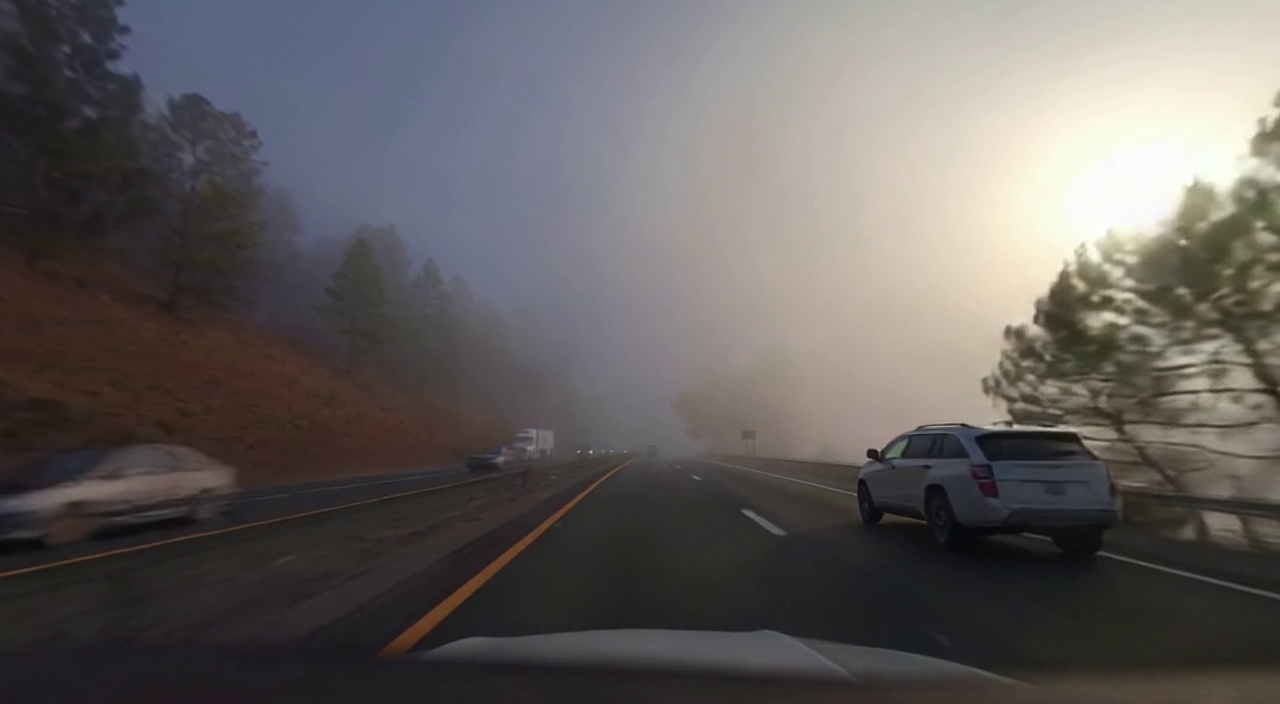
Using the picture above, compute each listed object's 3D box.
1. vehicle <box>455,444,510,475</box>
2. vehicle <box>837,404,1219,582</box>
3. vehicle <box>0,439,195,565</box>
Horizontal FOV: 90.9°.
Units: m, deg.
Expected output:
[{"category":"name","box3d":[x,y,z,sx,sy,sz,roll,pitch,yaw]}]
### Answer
[{"category":"vehicle","box3d":[-9.025,6.198,36.548,1.909,1.640,4.518,-1,-8,2]},{"category":"vehicle","box3d":[4.531,1.724,8.608,2.098,1.703,4.862,0,-8,0]},{"category":"vehicle","box3d":[-9.220,2.090,9.205,2.062,1.597,4.608,0,-8,0]}]
